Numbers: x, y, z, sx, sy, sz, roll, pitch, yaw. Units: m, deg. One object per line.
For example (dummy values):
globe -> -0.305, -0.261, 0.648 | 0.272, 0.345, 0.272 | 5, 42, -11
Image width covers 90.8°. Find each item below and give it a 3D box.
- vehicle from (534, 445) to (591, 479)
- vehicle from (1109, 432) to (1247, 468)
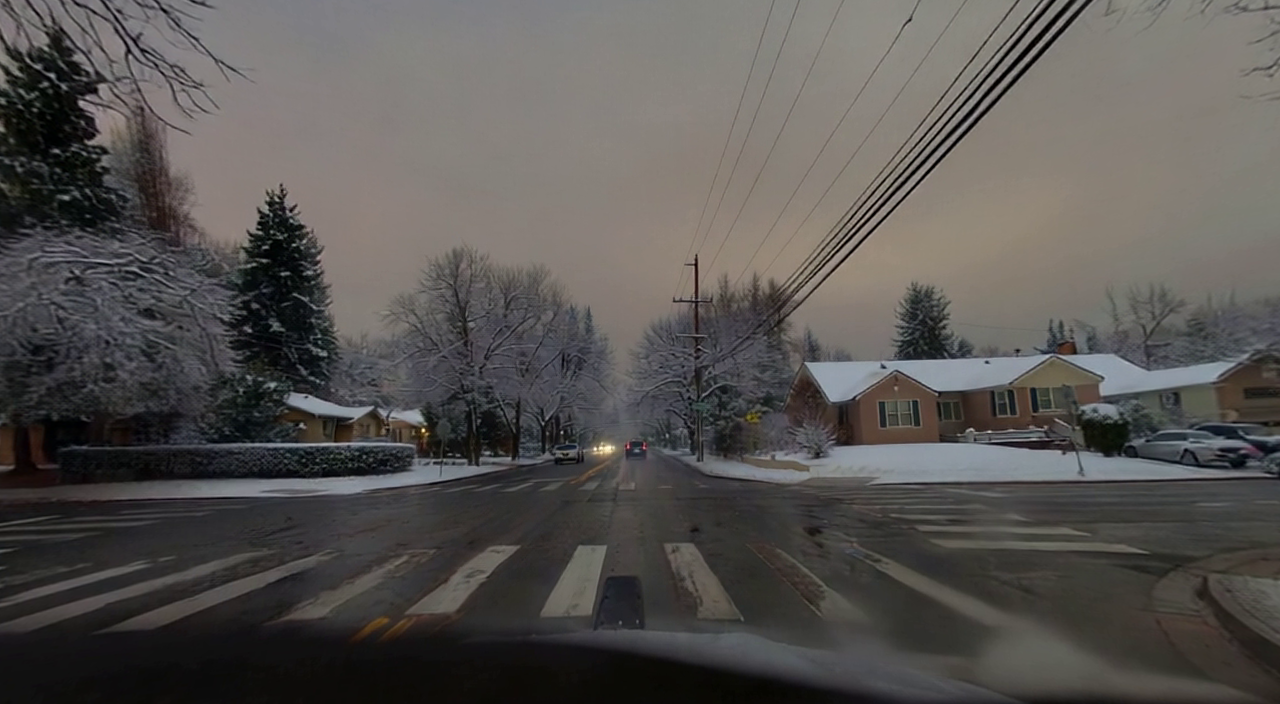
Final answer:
vehicle -> -3.610, 5.197, 30.156 | 2.102, 1.463, 4.024 | 0, -9, 1
vehicle -> 23.436, 4.291, 27.801 | 1.841, 1.448, 4.688 | 0, -9, -2
